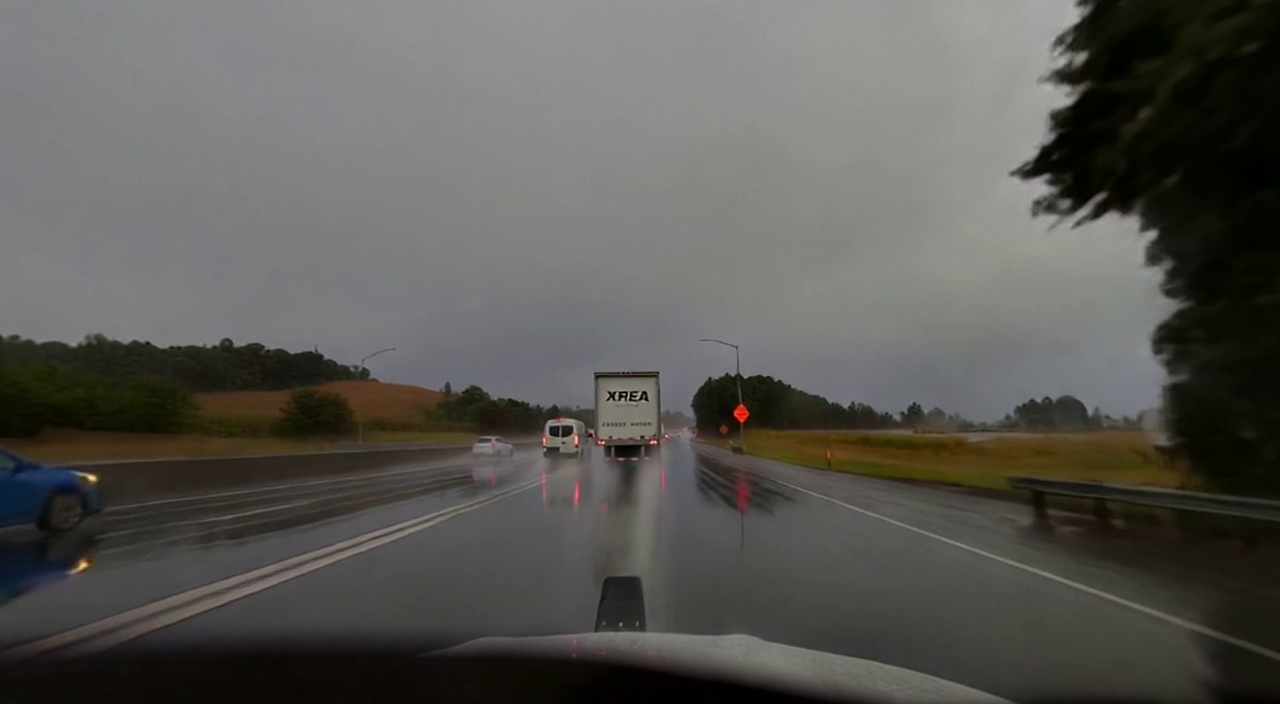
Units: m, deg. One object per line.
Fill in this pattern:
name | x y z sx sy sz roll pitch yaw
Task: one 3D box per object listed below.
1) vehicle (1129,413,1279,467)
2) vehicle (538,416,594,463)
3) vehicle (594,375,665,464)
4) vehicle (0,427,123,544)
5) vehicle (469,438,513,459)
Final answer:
vehicle | 41.570 6.169 44.293 11.230 3.611 2.963 -1 -8 4
vehicle | -4.435 5.421 38.782 2.469 2.615 5.874 0 -9 3
vehicle | -0.297 3.863 33.197 3.183 4.011 9.617 0 -10 2
vehicle | -9.303 1.657 7.709 1.915 1.506 4.594 0 -9 2
vehicle | -10.825 7.065 46.115 1.901 1.487 4.622 0 -9 2
